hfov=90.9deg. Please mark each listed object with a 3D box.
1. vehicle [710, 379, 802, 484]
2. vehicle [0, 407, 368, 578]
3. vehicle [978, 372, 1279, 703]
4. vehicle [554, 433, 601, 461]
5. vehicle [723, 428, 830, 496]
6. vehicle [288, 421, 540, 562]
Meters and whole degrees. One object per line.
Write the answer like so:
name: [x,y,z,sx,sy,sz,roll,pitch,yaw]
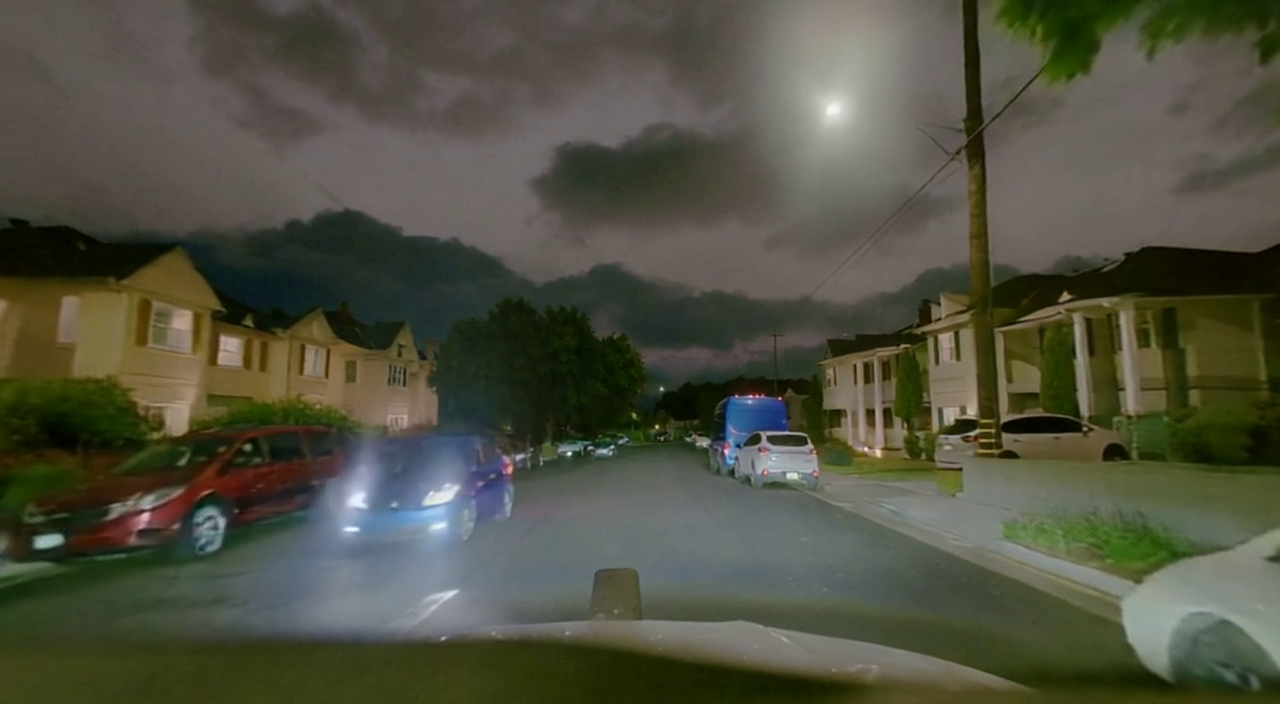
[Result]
vehicle: [3.779,2.761,21.891,2.317,3.096,6.383,-1,-8,3]
vehicle: [-5.841,1.731,8.881,1.872,1.670,4.428,-4,-7,3]
vehicle: [2.850,0.719,1.117,2.052,1.499,4.699,0,-8,2]
vehicle: [-3.632,5.618,37.481,1.941,1.515,3.995,-1,-8,7]
vehicle: [3.346,2.754,16.345,1.955,1.500,4.410,0,-8,2]
vehicle: [-2.765,1.764,8.786,1.889,1.505,3.849,-1,-8,4]
